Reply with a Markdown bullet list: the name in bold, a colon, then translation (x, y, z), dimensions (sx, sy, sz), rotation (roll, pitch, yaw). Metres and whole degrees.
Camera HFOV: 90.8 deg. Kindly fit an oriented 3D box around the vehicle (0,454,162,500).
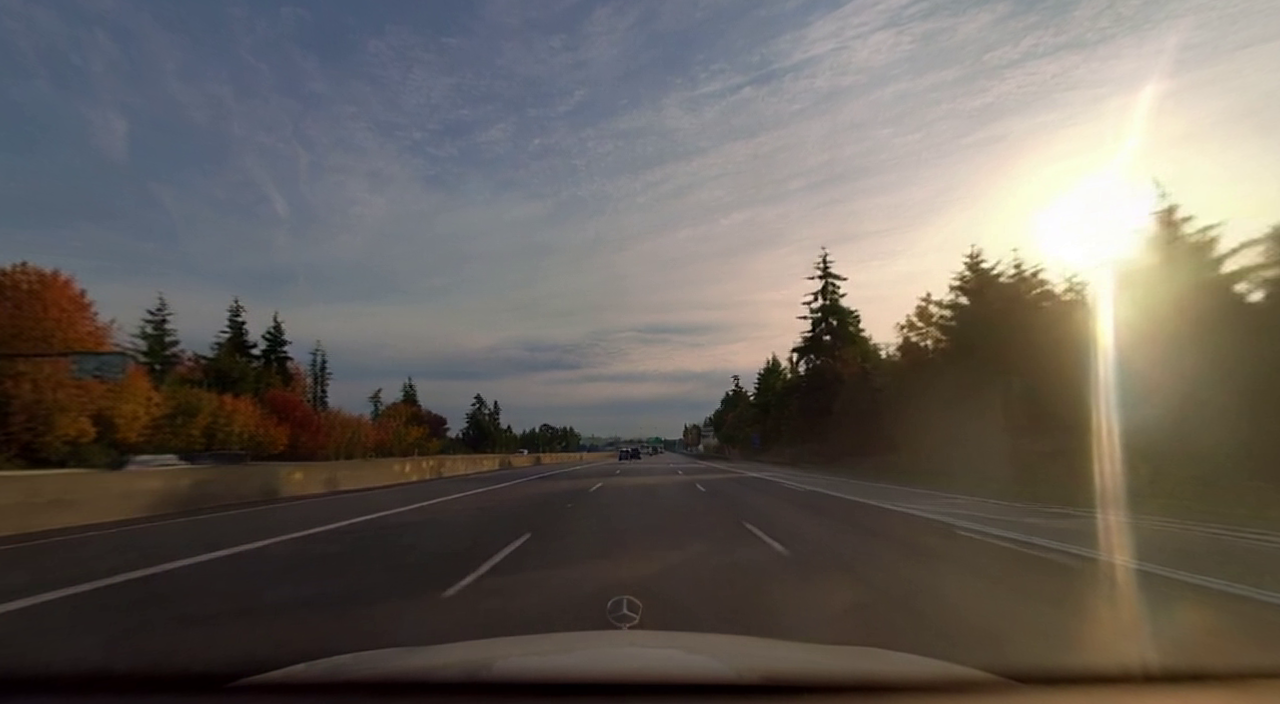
- **vehicle**: translation (-19.888, 4.409, 22.705), dimensions (1.906, 1.471, 4.320), rotation (0, -9, 1)
